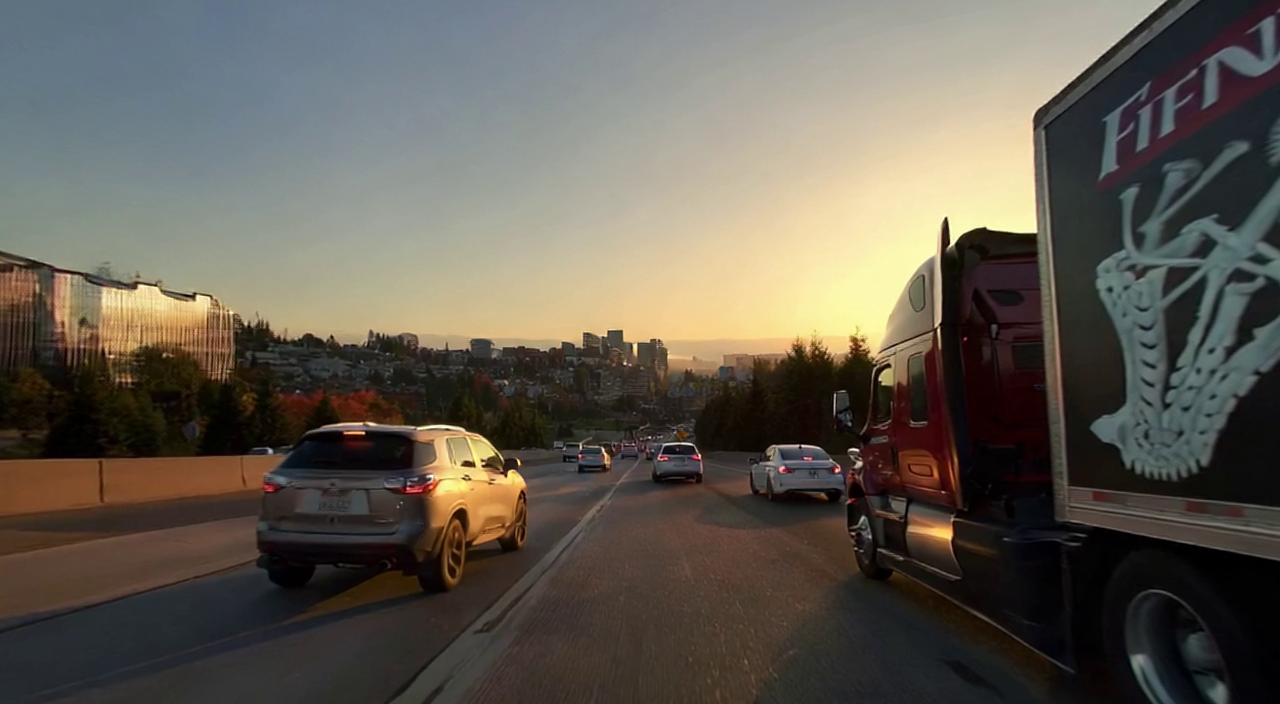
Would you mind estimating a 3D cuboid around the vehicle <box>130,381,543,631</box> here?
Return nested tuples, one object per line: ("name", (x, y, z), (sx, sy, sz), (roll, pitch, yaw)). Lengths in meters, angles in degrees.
("vehicle", (-2.584, 1.465, 6.990), (2.153, 1.805, 4.631), (-1, -8, 2))

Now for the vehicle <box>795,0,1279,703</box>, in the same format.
("vehicle", (3.501, 0.327, 3.728), (2.987, 3.212, 9.311), (-1, -8, 1))

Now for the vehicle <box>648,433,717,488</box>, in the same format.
("vehicle", (1.390, 3.755, 22.136), (2.156, 1.701, 4.494), (-1, -8, 1))

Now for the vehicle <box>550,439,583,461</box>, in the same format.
("vehicle", (-5.606, 7.570, 48.785), (1.915, 1.605, 4.485), (-1, -8, 2))

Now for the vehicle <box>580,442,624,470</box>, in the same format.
("vehicle", (-2.045, 5.722, 34.890), (2.036, 1.441, 4.253), (-1, -8, 2))
